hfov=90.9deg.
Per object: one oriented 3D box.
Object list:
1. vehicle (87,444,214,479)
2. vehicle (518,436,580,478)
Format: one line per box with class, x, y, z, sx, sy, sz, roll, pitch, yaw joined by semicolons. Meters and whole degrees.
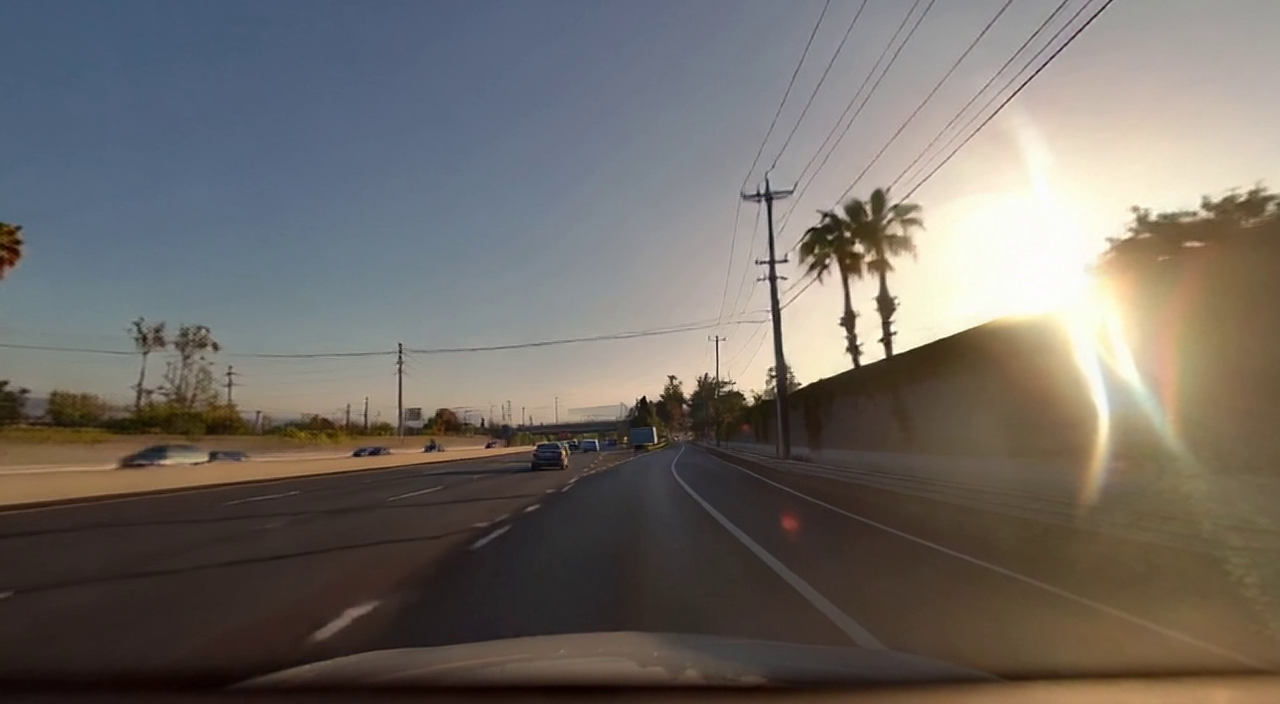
vehicle;-24.972;5.560;32.536;2.088;1.637;5.652;0;-8;-1
vehicle;-3.746;4.387;26.655;2.029;1.609;3.935;0;-8;0
